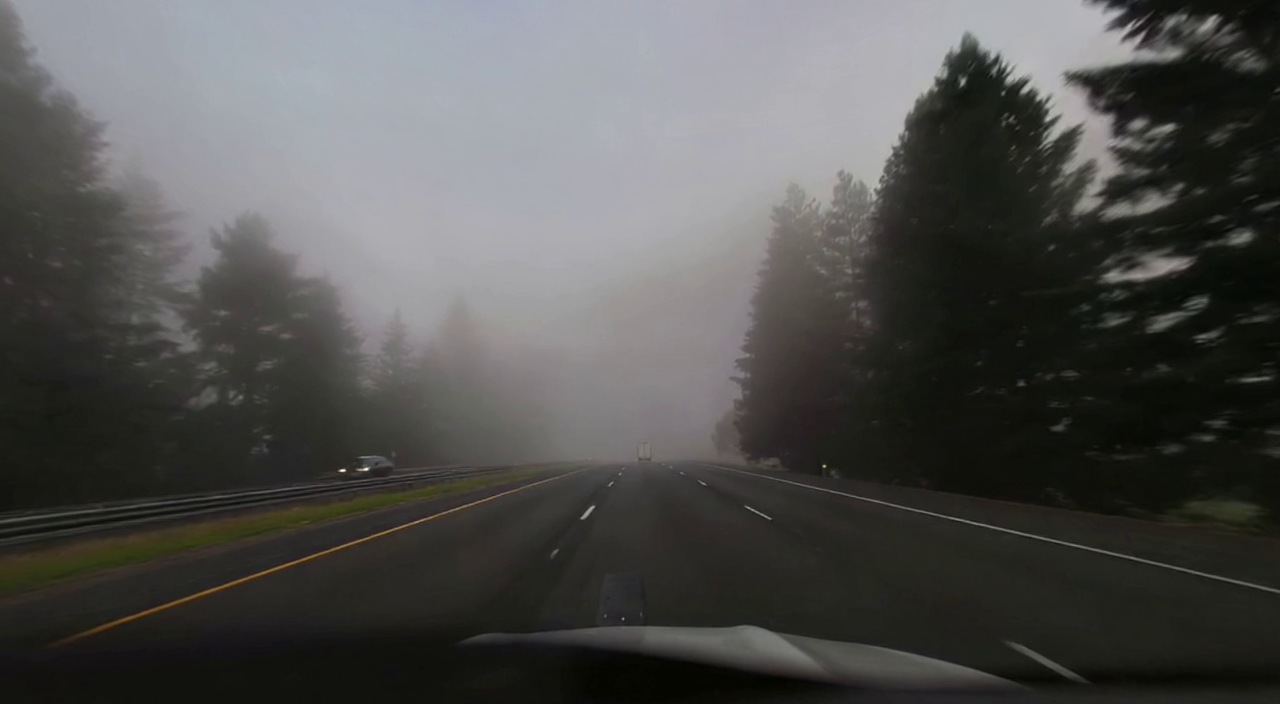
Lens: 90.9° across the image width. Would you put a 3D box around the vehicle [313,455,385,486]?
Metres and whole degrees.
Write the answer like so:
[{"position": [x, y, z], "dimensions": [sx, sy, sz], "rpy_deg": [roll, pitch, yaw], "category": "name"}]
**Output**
[{"position": [-17.049, 6.941, 37.189], "dimensions": [2.109, 1.696, 4.279], "rpy_deg": [0, -9, 1], "category": "vehicle"}]
